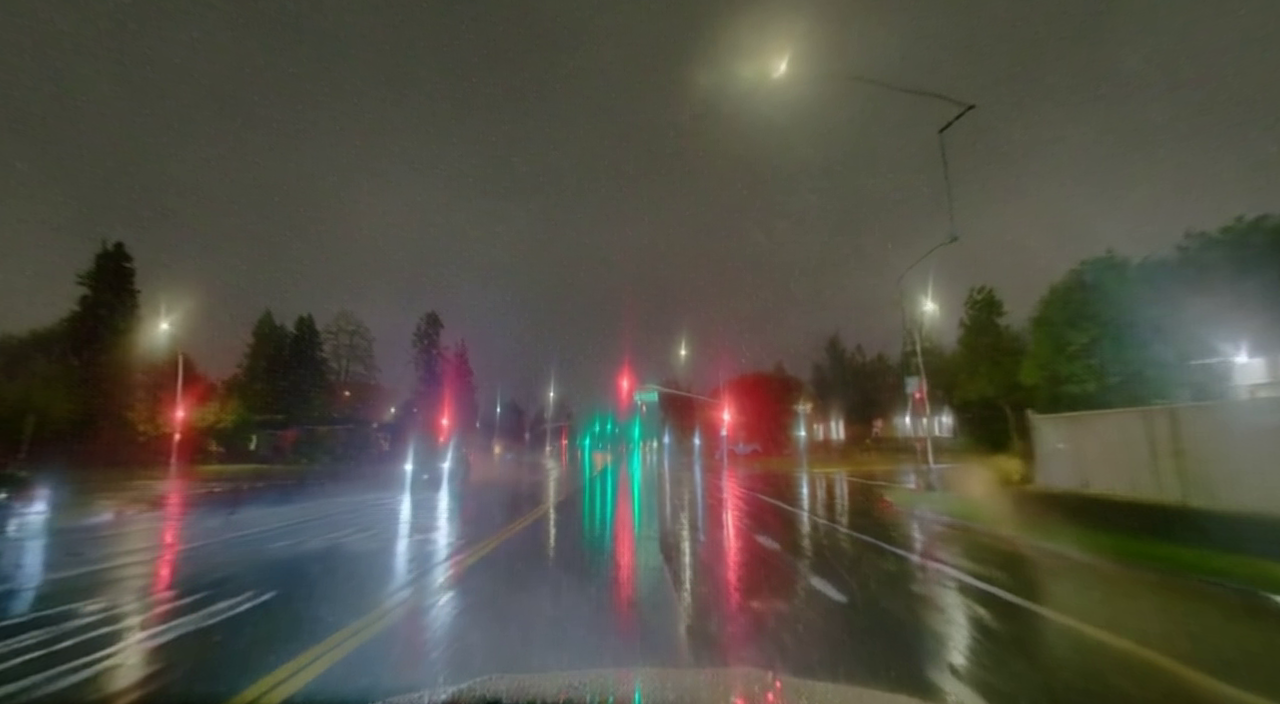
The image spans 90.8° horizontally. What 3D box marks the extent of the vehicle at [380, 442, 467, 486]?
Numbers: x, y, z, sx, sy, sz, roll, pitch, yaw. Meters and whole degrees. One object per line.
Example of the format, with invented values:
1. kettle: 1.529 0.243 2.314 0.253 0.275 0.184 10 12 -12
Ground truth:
1. vehicle: -8.049 4.165 23.860 1.869 1.497 3.768 0 -8 1
